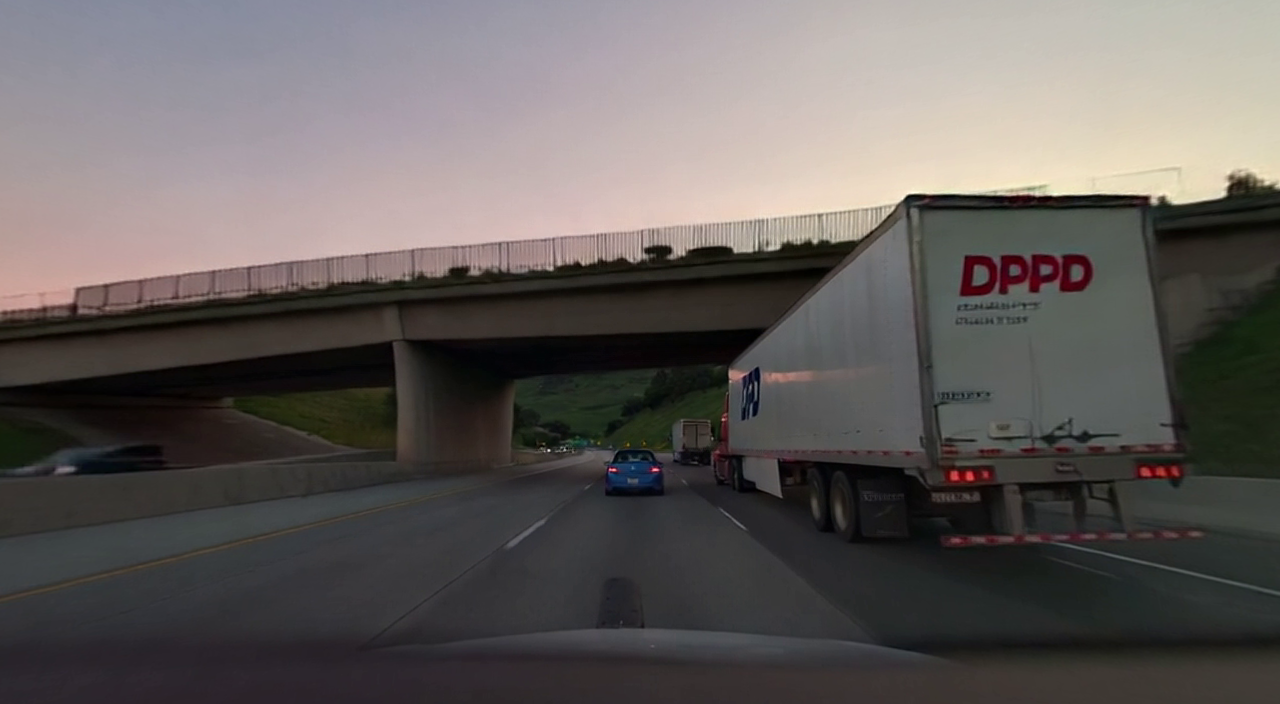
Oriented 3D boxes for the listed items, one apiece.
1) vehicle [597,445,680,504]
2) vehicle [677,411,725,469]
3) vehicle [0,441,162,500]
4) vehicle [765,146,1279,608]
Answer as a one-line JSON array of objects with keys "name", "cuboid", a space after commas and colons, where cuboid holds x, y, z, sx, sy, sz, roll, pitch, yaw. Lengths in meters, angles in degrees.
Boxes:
[{"name": "vehicle", "cuboid": [-0.041, 3.342, 17.538, 2.029, 1.437, 3.794, 0, -9, 0]}, {"name": "vehicle", "cuboid": [4.538, 6.872, 48.692, 2.801, 4.039, 8.684, 0, -9, 0]}, {"name": "vehicle", "cuboid": [-17.162, 3.538, 19.156, 1.931, 1.569, 4.277, 0, -9, -1]}, {"name": "vehicle", "cuboid": [4.166, 0.748, 9.470, 2.802, 3.956, 8.291, 0, -9, 0]}]
